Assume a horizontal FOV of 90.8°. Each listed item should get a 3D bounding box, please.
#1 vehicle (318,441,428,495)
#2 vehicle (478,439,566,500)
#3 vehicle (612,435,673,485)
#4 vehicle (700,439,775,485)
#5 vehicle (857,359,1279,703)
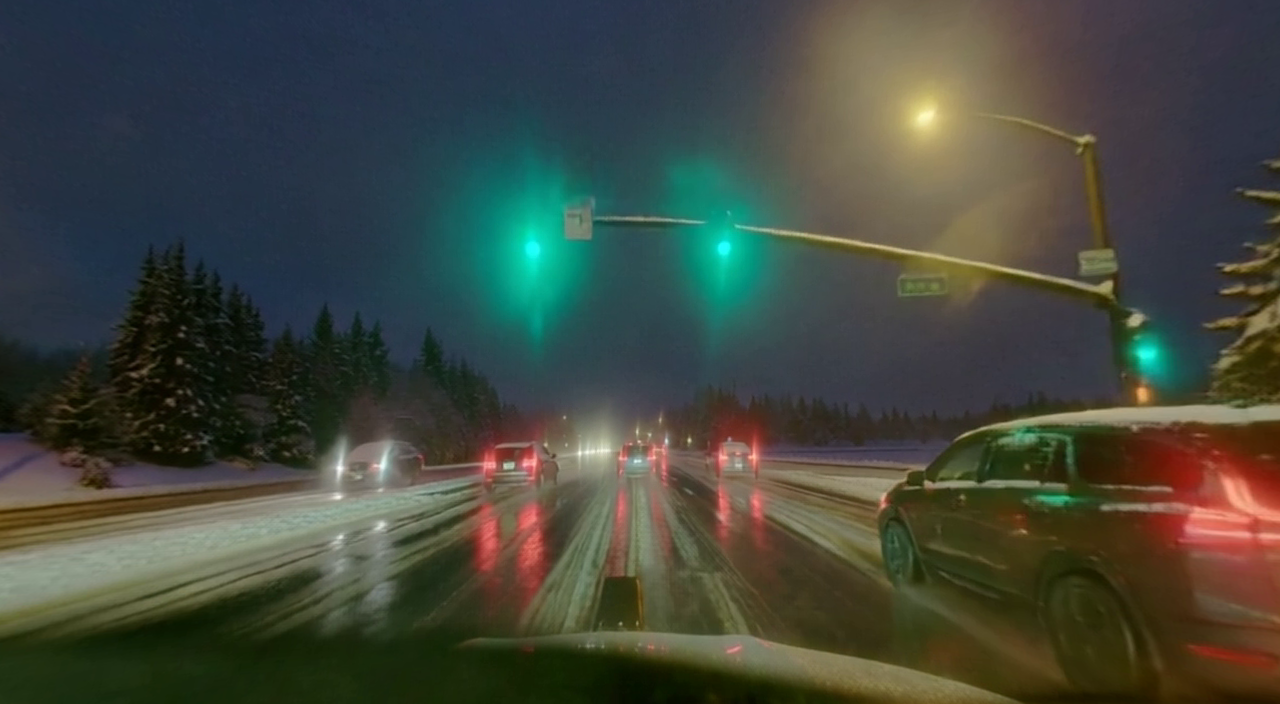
[{"bbox_3d":[-9.475,4.089,22.865,2.045,1.730,4.375,0,-8,0],"label":"vehicle"},{"bbox_3d":[-3.400,3.428,18.960,1.823,1.602,4.061,0,-8,0],"label":"vehicle"},{"bbox_3d":[0.064,4.128,24.475,2.150,1.725,4.096,0,-8,0],"label":"vehicle"},{"bbox_3d":[3.542,4.066,23.688,2.068,1.541,4.041,0,-8,-1],"label":"vehicle"},{"bbox_3d":[3.395,1.146,4.427,2.069,1.644,4.714,0,-8,0],"label":"vehicle"}]
